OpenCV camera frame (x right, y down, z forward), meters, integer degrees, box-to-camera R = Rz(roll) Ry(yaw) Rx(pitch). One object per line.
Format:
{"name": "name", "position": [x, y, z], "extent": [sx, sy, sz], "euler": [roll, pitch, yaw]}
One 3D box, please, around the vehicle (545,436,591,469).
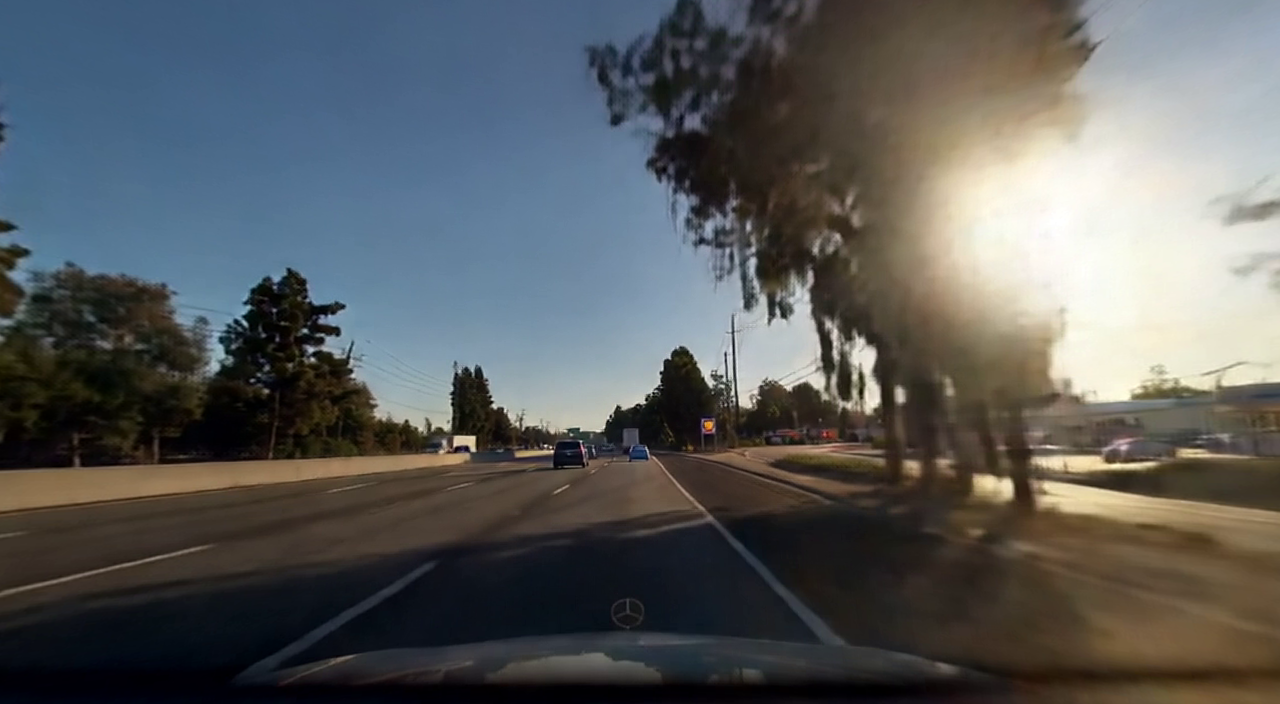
{"name": "vehicle", "position": [-4.365, 6.201, 39.057], "extent": [2.273, 1.884, 4.515], "euler": [0, -8, 0]}

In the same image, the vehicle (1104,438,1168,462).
{"name": "vehicle", "position": [34.537, 6.837, 43.860], "extent": [4.744, 1.460, 2.103], "euler": [7, -15, -36]}

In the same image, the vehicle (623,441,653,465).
{"name": "vehicle", "position": [-0.168, 7.029, 44.012], "extent": [1.982, 1.524, 3.800], "euler": [0, -8, -2]}
